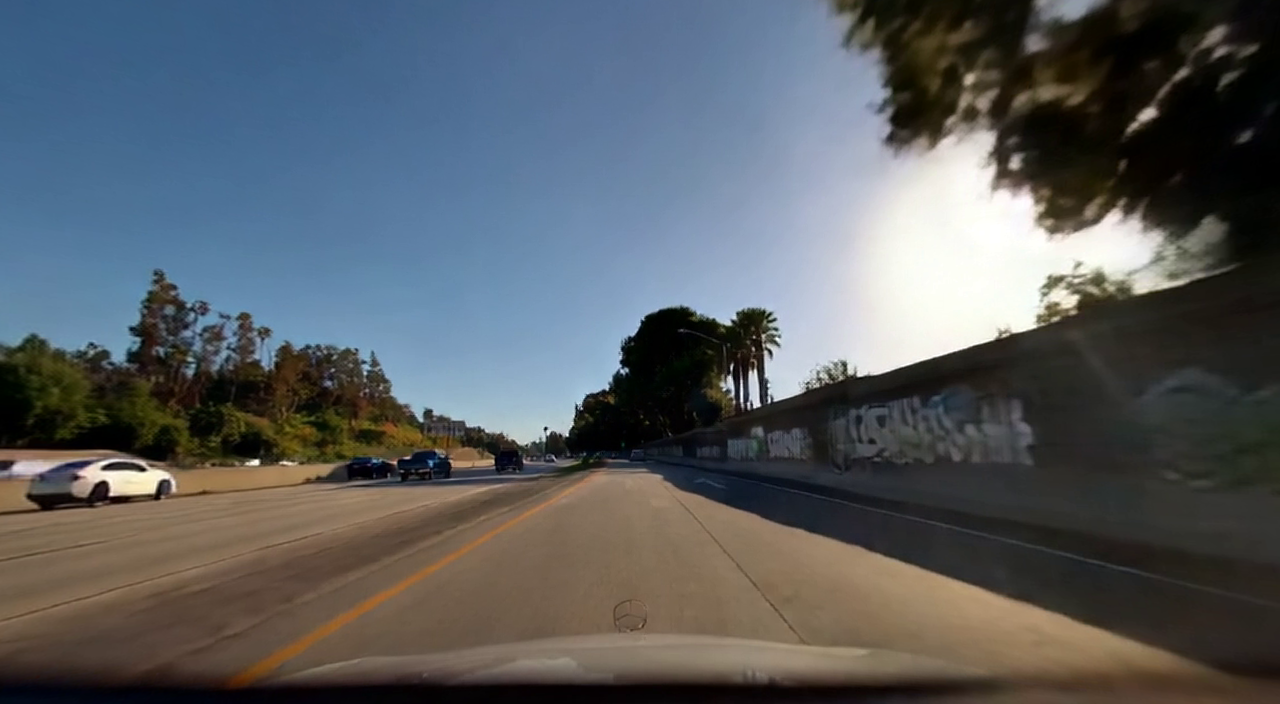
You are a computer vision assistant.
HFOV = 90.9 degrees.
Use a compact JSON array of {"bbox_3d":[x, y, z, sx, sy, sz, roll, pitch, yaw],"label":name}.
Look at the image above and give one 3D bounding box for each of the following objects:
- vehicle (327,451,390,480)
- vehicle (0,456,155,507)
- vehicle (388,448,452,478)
[{"bbox_3d":[-18.799,7.583,42.400,2.078,1.802,4.723,0,-9,-1],"label":"vehicle"},{"bbox_3d":[-22.803,5.143,25.596,2.158,1.795,5.013,0,-9,0],"label":"vehicle"},{"bbox_3d":[-14.928,7.563,43.235,2.272,1.882,5.941,0,-9,-1],"label":"vehicle"}]
